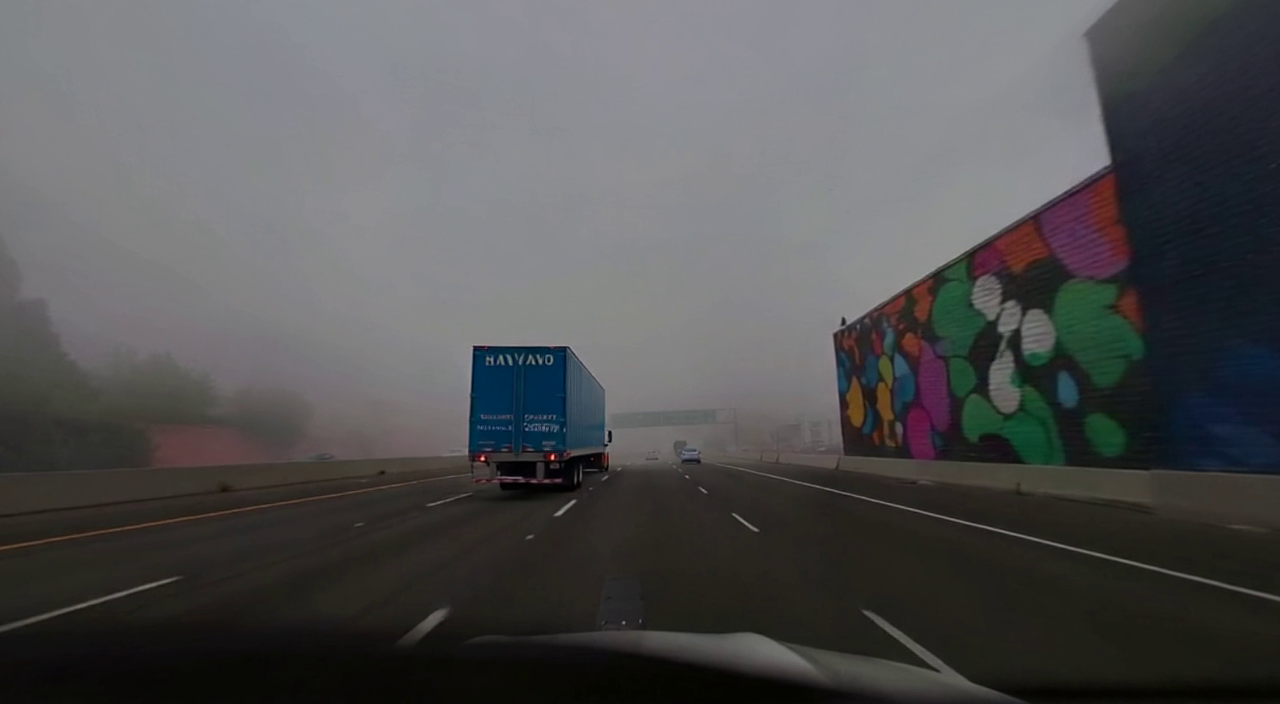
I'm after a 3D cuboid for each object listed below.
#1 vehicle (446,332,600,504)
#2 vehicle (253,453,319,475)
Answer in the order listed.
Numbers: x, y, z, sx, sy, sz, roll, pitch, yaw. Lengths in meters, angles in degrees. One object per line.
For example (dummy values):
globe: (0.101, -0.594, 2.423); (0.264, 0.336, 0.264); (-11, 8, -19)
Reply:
vehicle: (-3.047, 2.132, 19.453); (2.977, 4.048, 8.890); (-1, -8, 0)
vehicle: (-26.178, 8.260, 46.814); (2.145, 1.501, 4.503); (-1, -8, 3)
